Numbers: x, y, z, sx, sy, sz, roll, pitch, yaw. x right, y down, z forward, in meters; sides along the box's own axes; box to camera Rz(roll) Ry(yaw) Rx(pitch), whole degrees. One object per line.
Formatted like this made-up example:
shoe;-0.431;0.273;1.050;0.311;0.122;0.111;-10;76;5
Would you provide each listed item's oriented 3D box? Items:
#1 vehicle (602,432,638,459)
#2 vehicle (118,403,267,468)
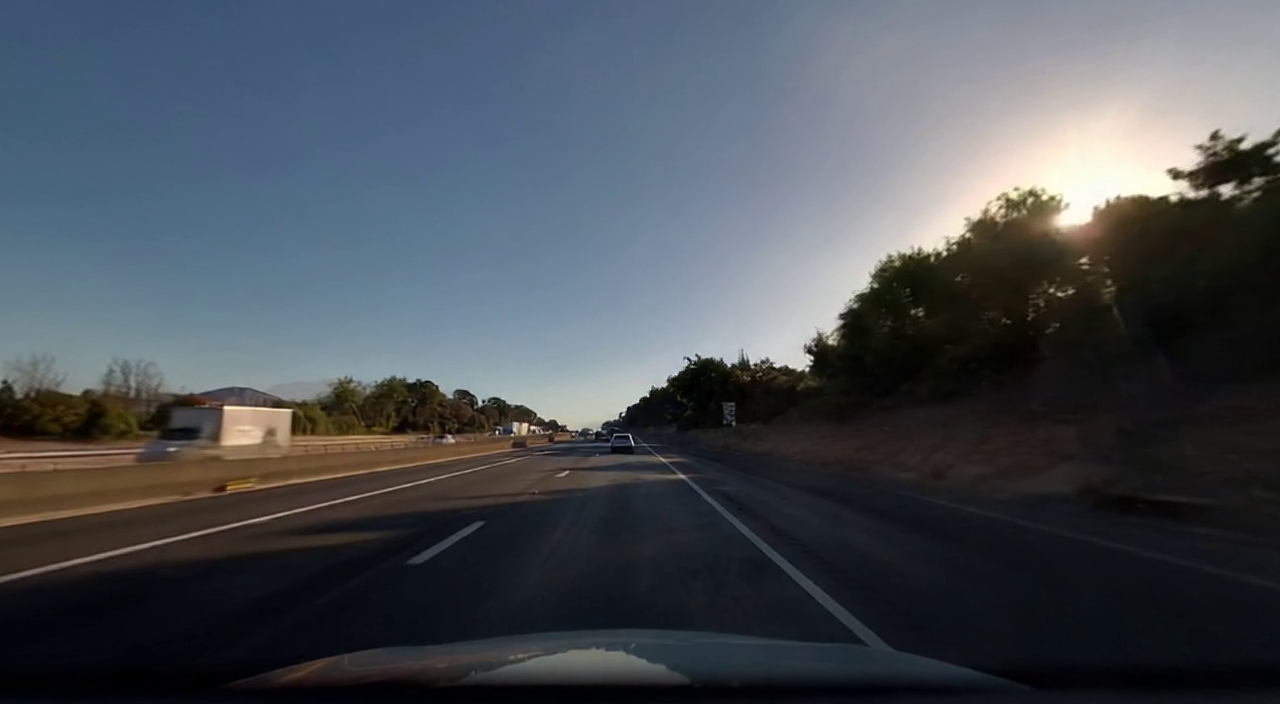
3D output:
vehicle;-1.132;5.347;36.055;1.948;1.470;3.913;0;-8;-2
vehicle;-23.708;4.482;33.920;2.648;3.105;7.345;0;-8;-1
